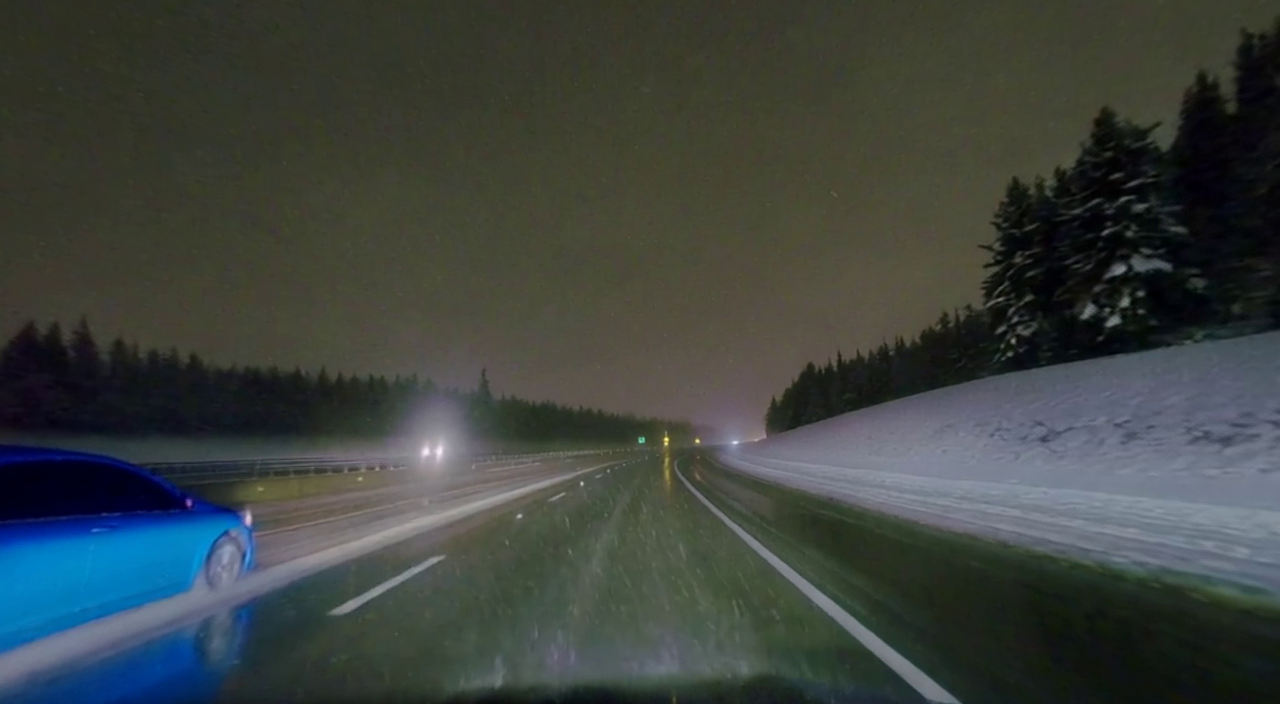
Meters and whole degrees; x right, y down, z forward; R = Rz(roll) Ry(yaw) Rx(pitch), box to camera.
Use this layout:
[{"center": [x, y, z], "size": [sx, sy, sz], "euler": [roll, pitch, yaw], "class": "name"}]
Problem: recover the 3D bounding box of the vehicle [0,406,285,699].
[{"center": [-4.289, 1.141, 3.919], "size": [1.928, 1.504, 3.745], "euler": [0, -9, 0], "class": "vehicle"}]
